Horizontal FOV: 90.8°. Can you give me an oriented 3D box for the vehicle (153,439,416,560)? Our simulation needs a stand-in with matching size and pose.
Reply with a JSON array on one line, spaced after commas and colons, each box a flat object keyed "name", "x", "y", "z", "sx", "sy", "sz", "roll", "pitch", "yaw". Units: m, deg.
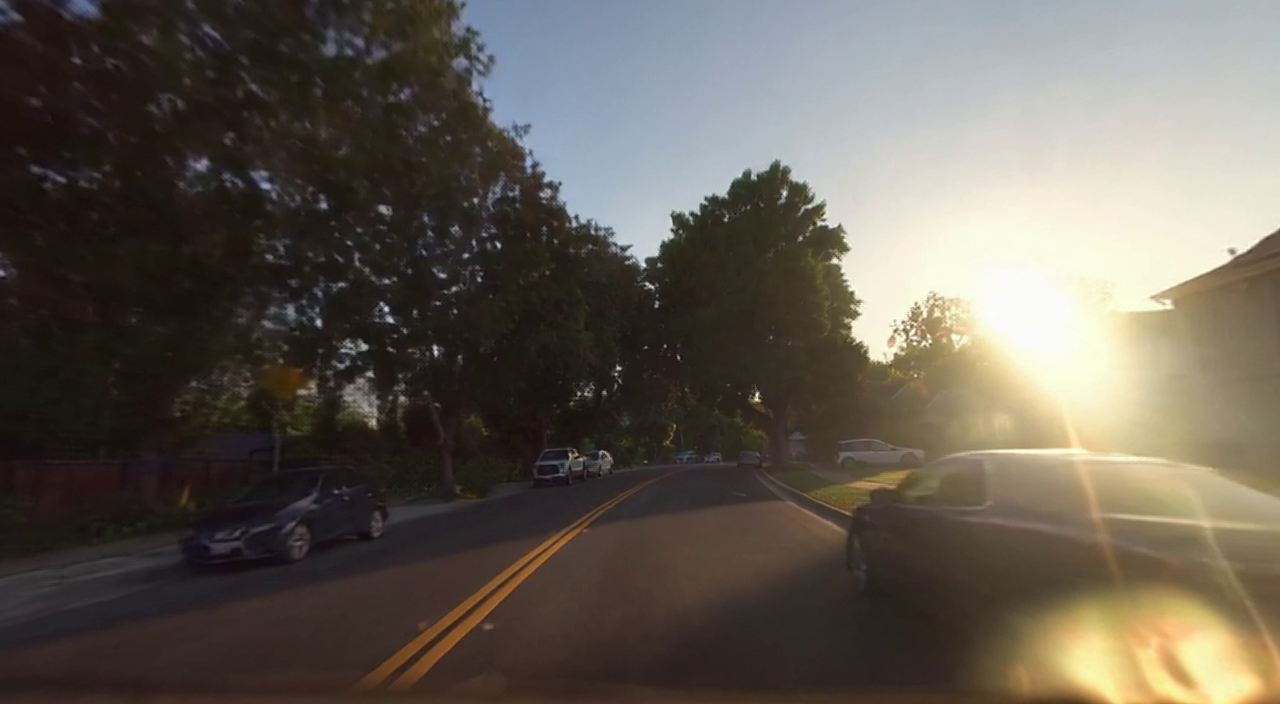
[{"name": "vehicle", "x": -5.665, "y": 2.582, "z": 10.870, "sx": 2.005, "sy": 1.557, "sz": 4.172, "roll": -3, "pitch": -15, "yaw": 1}]

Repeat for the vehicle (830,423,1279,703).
[{"name": "vehicle", "x": 2.871, "y": 1.272, "z": 4.095, "sx": 1.972, "sy": 1.460, "sz": 4.137, "roll": -1, "pitch": -9, "yaw": 0}]

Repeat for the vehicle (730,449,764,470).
[{"name": "vehicle", "x": 7.887, "y": 7.860, "z": 46.204, "sx": 1.948, "sy": 1.408, "sz": 4.345, "roll": -3, "pitch": -9, "yaw": 16}]

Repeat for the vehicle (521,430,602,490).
[{"name": "vehicle", "x": -3.676, "y": 5.396, "z": 30.774, "sx": 2.334, "sy": 2.126, "sz": 6.444, "roll": -6, "pitch": -16, "yaw": 6}]
